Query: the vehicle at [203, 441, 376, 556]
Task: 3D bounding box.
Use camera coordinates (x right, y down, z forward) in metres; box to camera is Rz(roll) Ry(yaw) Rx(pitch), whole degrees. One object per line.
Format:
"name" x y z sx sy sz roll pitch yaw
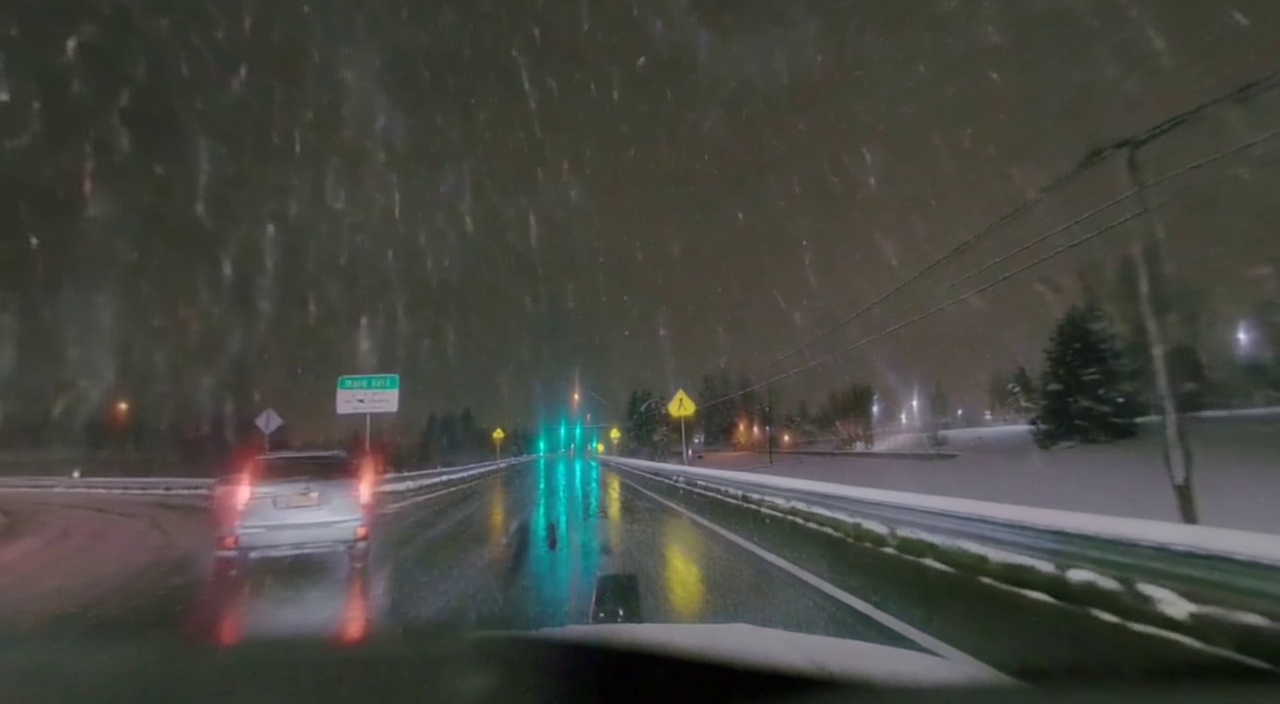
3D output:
"vehicle" -5.721 2.260 10.440 2.006 1.486 3.950 4 -10 -28
